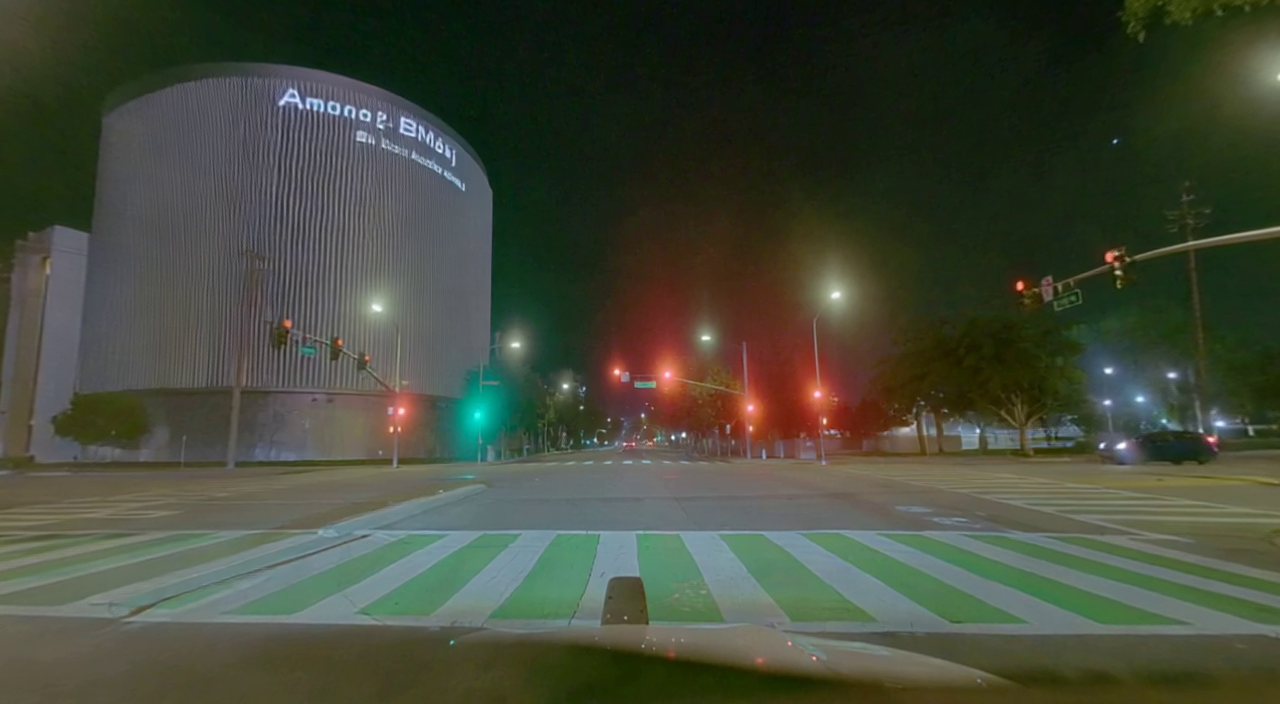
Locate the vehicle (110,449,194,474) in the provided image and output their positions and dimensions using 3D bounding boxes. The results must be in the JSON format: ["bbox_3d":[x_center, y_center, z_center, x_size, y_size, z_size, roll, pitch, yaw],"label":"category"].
[{"bbox_3d":[-33.053,7.408,42.755,4.136,1.661,1.857,0,-8,1],"label":"vehicle"}]

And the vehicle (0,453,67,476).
[{"bbox_3d":[-41.638,7.635,42.773,3.698,1.467,1.779,0,-8,1],"label":"vehicle"}]

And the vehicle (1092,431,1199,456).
[{"bbox_3d":[30.081,5.473,37.623,4.529,1.457,1.981,-1,-8,3],"label":"vehicle"}]
